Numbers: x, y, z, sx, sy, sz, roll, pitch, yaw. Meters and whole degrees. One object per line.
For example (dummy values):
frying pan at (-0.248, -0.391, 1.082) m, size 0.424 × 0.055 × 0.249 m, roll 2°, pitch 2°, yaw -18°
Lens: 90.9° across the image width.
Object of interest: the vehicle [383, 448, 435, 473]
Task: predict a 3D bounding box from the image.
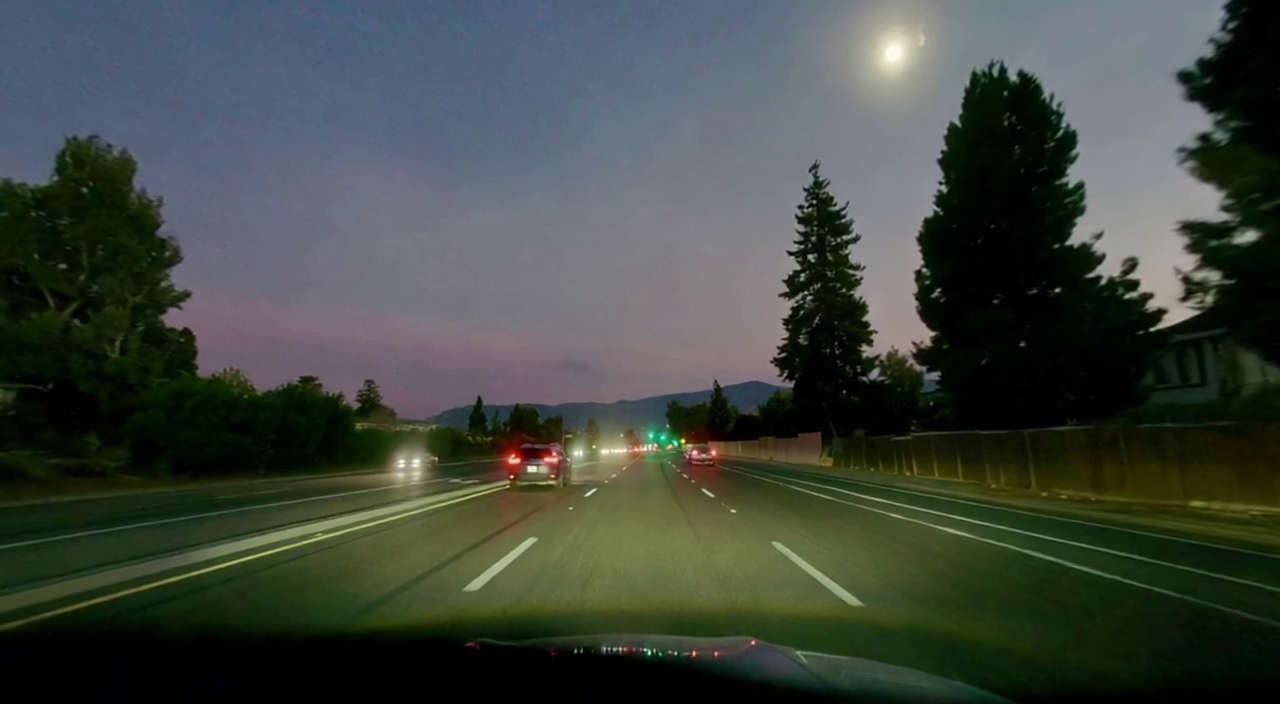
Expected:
vehicle at (-16.908, 7.966, 46.370) m, size 2.012 × 1.702 × 4.458 m, roll 0°, pitch -8°, yaw 2°

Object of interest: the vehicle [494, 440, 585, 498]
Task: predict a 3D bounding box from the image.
vehicle at (-2.912, 3.481, 19.227) m, size 1.966 × 1.524 × 4.410 m, roll 0°, pitch -8°, yaw 1°

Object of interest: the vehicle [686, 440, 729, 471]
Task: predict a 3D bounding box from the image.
vehicle at (4.154, 6.435, 39.414) m, size 2.114 × 1.780 × 4.445 m, roll 0°, pitch -8°, yaw -1°
